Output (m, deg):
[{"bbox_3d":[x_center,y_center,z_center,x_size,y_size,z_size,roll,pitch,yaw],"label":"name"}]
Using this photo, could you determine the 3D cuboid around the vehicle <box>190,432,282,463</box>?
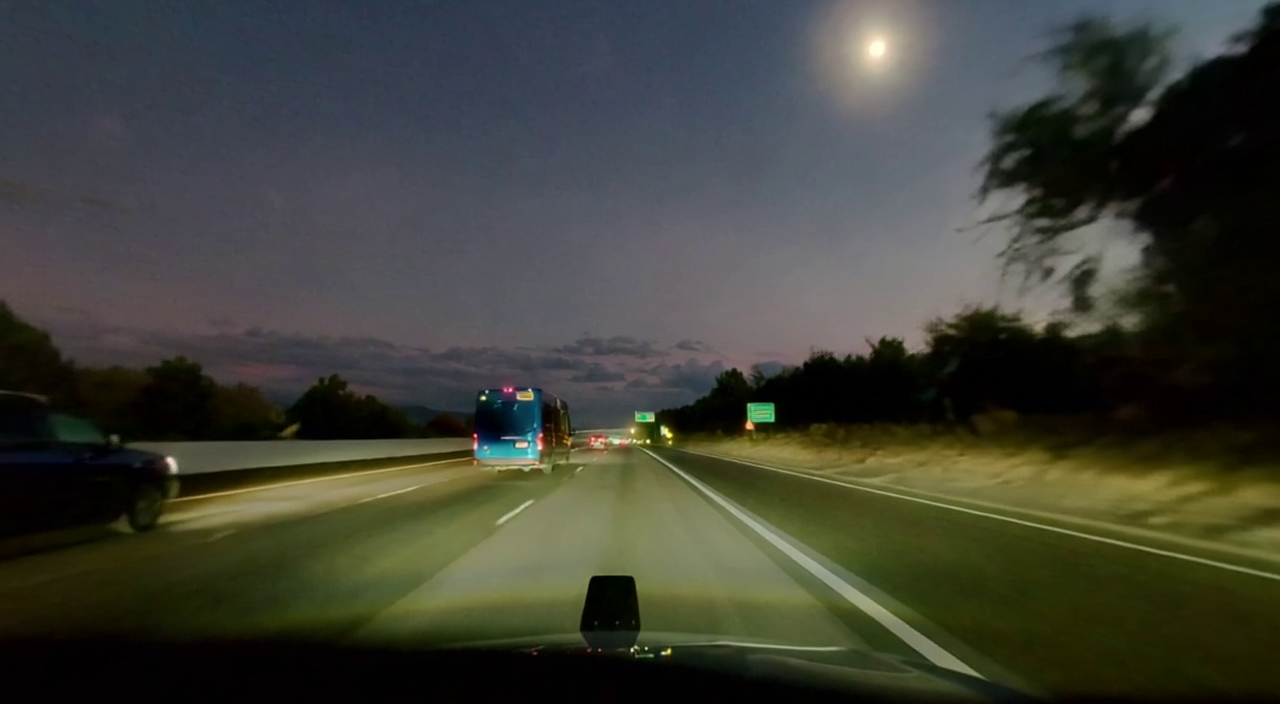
[{"bbox_3d":[-20.028,4.745,31.445,1.803,1.433,4.234,0,-8,-1],"label":"vehicle"}]

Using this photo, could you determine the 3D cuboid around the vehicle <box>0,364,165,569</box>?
[{"bbox_3d":[-6.926,1.037,5.652,2.045,1.873,4.202,0,-8,-1],"label":"vehicle"}]

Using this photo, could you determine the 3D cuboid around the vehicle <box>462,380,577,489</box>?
[{"bbox_3d":[-4.029,2.973,22.857,2.676,3.269,7.388,0,-7,0],"label":"vehicle"}]
